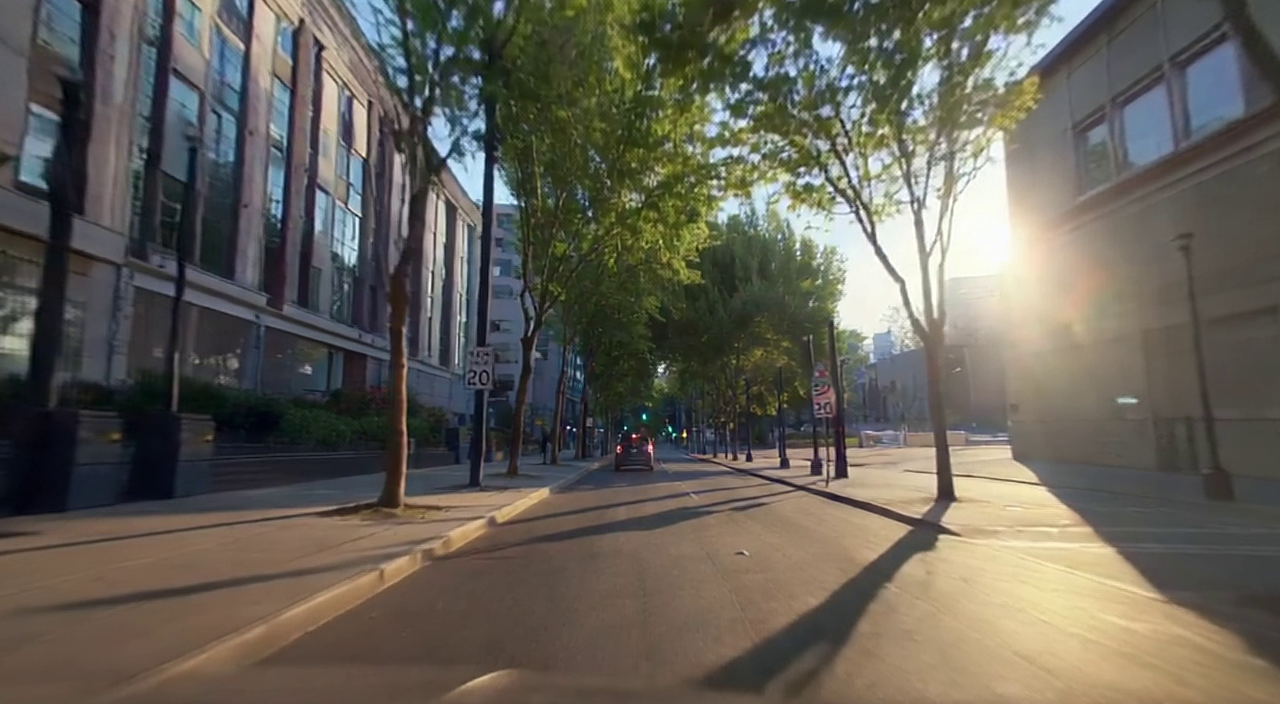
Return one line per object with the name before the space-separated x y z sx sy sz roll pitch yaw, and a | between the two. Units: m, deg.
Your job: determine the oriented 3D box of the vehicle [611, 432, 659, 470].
vehicle | -0.235 4.577 29.334 2.079 1.621 3.861 0 -8 -1
